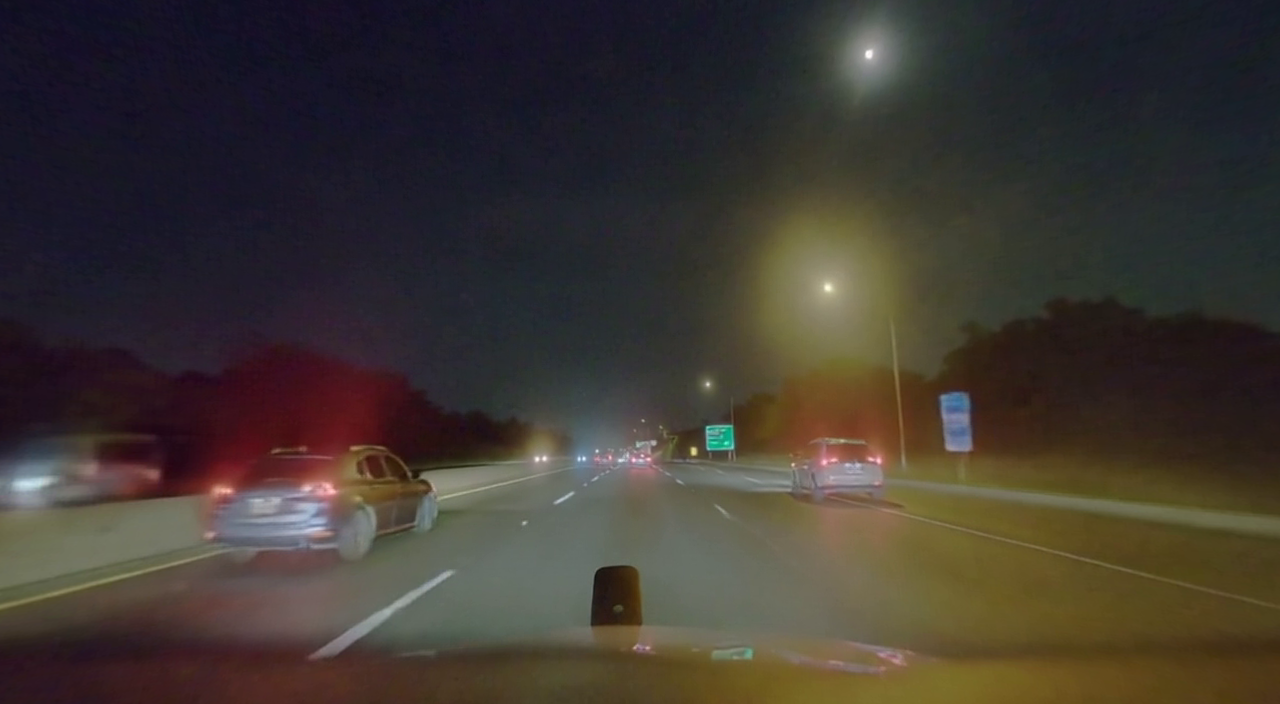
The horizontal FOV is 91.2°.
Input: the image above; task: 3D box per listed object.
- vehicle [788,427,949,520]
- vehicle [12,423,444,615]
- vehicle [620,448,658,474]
[{"bbox_3d":[4.704,2.575,13.695,2.143,1.667,4.221,-1,-9,4],"label":"vehicle"},{"bbox_3d":[-4.198,1.754,7.503,2.084,1.594,4.219,-1,-9,4],"label":"vehicle"},{"bbox_3d":[-0.029,6.903,39.882,1.969,1.595,3.964,-1,-9,6],"label":"vehicle"}]
